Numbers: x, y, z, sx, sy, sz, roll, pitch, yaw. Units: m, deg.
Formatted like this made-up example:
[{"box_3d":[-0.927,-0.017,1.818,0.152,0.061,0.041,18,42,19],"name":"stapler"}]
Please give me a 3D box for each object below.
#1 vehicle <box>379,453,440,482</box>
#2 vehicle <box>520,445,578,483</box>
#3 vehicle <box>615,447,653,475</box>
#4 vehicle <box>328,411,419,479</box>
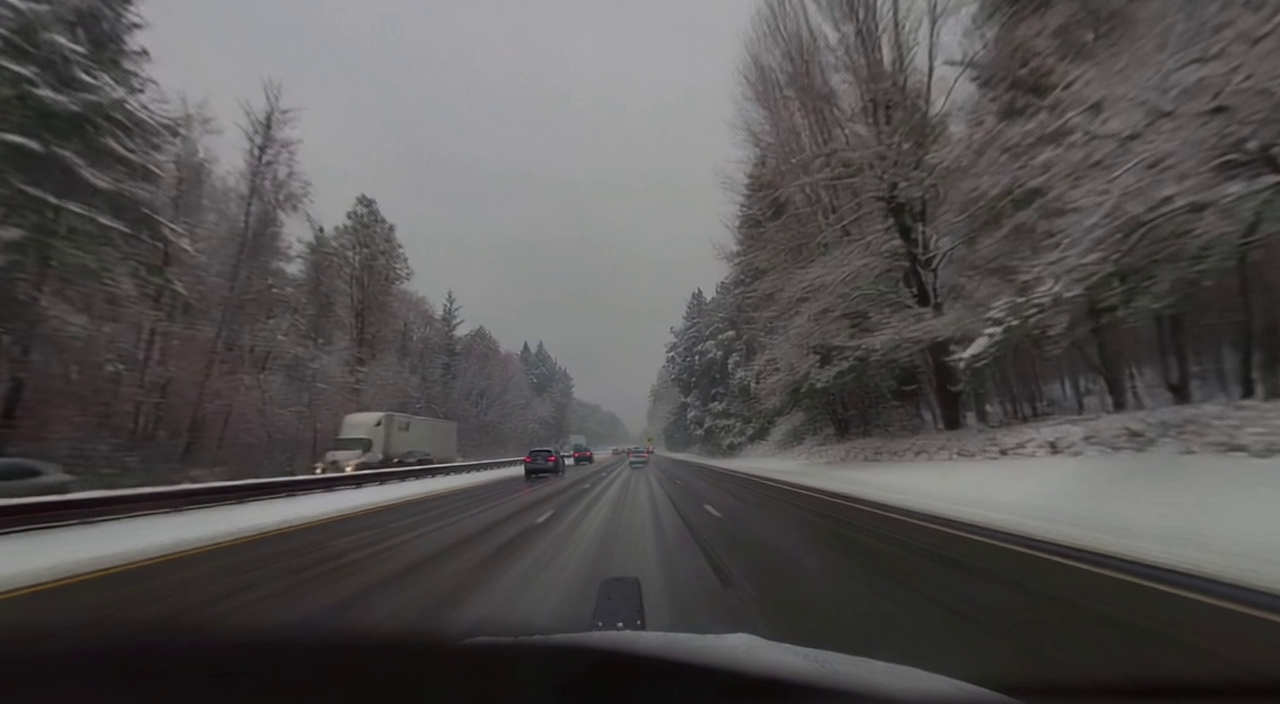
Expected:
[{"box_3d":[-12.590,6.326,34.735,1.804,1.437,4.081,0,-9,0],"name":"vehicle"},{"box_3d":[-3.966,4.951,28.079,1.978,1.538,3.755,0,-9,1],"name":"vehicle"},{"box_3d":[-0.313,6.173,35.752,2.001,1.490,3.914,0,-9,0],"name":"vehicle"},{"box_3d":[-16.416,5.805,39.339,2.991,3.892,5.867,0,-9,0],"name":"vehicle"}]
